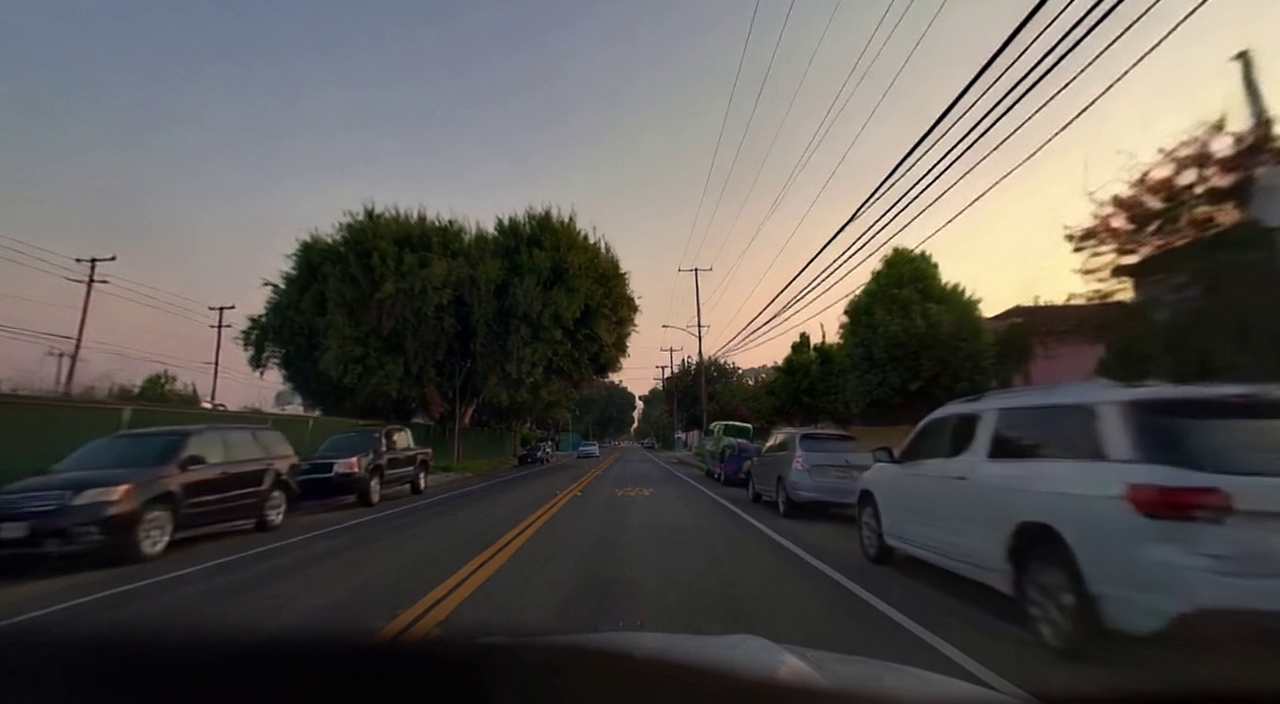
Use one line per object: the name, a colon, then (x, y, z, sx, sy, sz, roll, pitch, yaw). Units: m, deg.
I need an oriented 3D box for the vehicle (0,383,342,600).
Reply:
vehicle: (-6.713, 1.774, 9.060, 2.268, 2.154, 5.321, 1, -8, 0)

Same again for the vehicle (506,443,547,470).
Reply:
vehicle: (-7.005, 6.454, 39.356, 1.866, 1.487, 4.416, -1, -8, -2)

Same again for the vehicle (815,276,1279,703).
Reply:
vehicle: (3.291, 1.089, 5.052, 2.053, 2.005, 5.495, 0, -8, -2)
